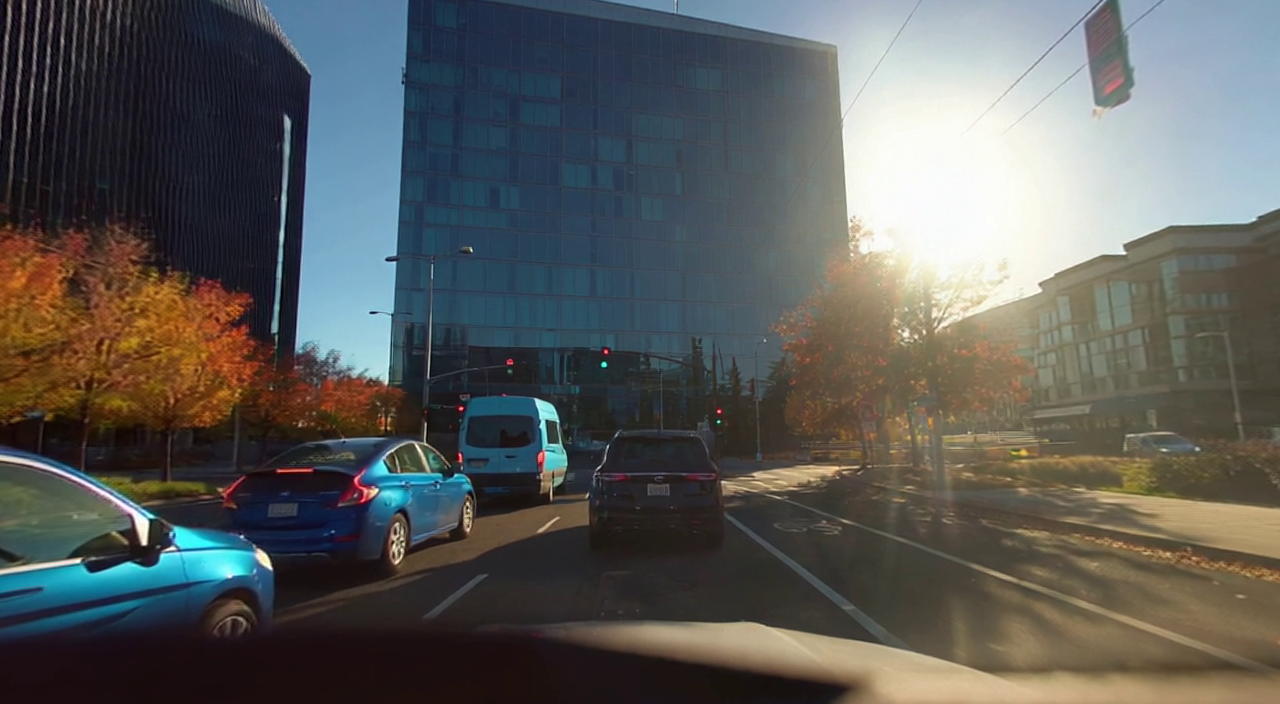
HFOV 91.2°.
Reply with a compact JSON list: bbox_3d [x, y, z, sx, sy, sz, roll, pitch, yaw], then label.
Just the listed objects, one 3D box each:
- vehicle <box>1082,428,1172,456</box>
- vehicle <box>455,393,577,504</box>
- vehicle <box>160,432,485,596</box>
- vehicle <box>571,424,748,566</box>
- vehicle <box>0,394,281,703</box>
[{"bbox_3d":[28.640,5.356,37.060,1.762,1.487,4.488,-1,-9,2],"label":"vehicle"},{"bbox_3d":[-3.283,2.767,18.048,2.343,2.635,5.684,0,-9,0],"label":"vehicle"},{"bbox_3d":[-3.494,1.845,8.022,1.955,1.499,4.223,0,-9,0],"label":"vehicle"},{"bbox_3d":[0.177,1.889,8.903,1.979,1.562,3.630,0,-9,-1],"label":"vehicle"},{"bbox_3d":[-2.904,0.820,1.466,1.893,1.491,3.798,0,-9,-1],"label":"vehicle"}]
